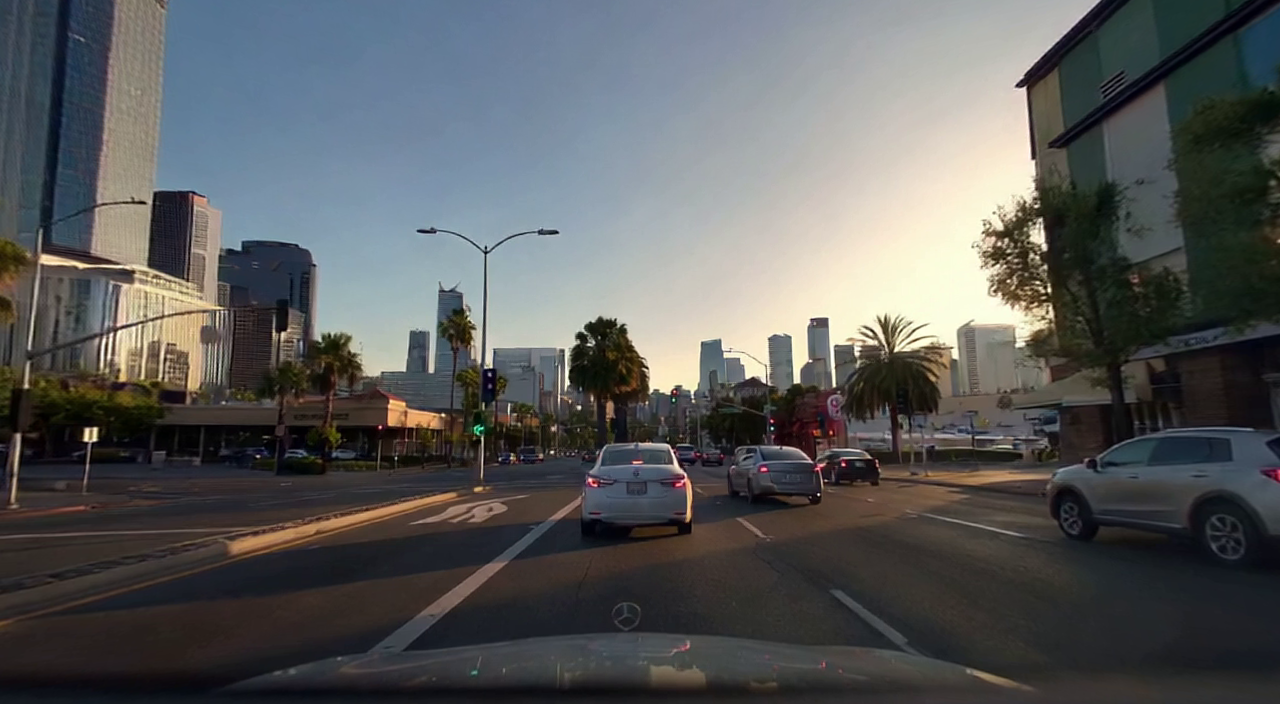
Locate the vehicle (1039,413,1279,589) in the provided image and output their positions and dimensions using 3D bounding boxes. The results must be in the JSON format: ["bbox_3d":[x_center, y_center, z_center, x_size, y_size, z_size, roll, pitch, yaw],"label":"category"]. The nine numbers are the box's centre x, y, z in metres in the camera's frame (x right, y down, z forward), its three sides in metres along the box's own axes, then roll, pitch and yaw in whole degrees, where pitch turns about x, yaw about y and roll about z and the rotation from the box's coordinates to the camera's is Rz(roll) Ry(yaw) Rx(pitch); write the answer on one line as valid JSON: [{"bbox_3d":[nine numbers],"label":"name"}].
[{"bbox_3d":[7.093,1.644,7.502,1.940,1.674,4.085,0,-8,-1],"label":"vehicle"}]

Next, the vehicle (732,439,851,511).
[{"bbox_3d":[3.605,2.989,15.870,1.892,1.532,4.177,0,-8,-1],"label":"vehicle"}]

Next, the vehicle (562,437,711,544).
[{"bbox_3d":[-0.080,2.260,10.956,2.110,1.487,3.873,0,-8,-1],"label":"vehicle"}]
